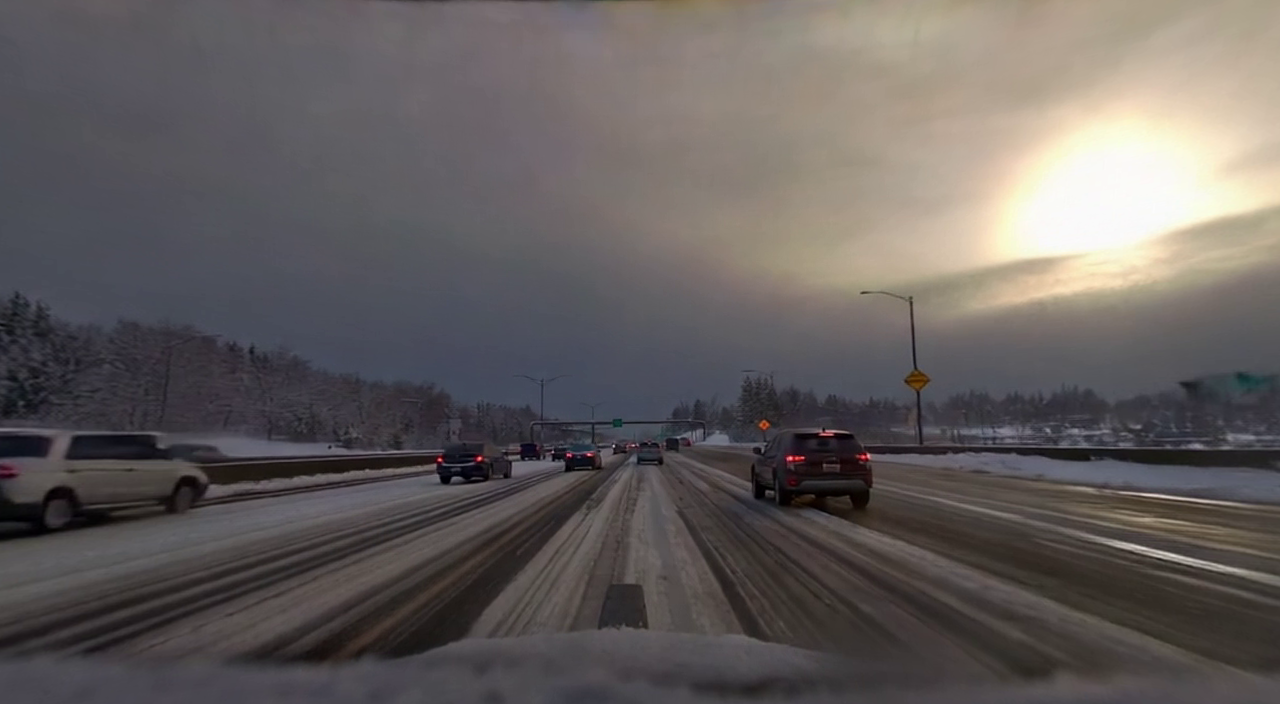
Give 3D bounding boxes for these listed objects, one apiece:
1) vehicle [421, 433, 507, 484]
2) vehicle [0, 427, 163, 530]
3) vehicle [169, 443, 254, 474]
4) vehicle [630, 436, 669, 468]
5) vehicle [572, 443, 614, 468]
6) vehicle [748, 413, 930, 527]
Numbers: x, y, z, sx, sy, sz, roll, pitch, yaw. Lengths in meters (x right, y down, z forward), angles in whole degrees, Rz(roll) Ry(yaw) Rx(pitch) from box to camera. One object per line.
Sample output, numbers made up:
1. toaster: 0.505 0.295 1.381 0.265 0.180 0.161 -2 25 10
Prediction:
1. vehicle: -6.365 3.898 23.321 1.946 1.688 4.019 0 -8 1
2. vehicle: -11.724 2.259 11.506 2.076 1.701 5.093 0 -8 0
3. vehicle: -23.278 5.772 34.459 1.717 1.566 4.303 0 -8 -2
4. vehicle: 0.565 5.706 36.184 2.133 1.739 3.925 0 -8 2
5. vehicle: -2.794 6.291 38.589 2.205 1.406 4.286 0 -8 1
6. vehicle: 3.641 2.259 12.639 2.083 1.823 4.627 0 -8 -1
